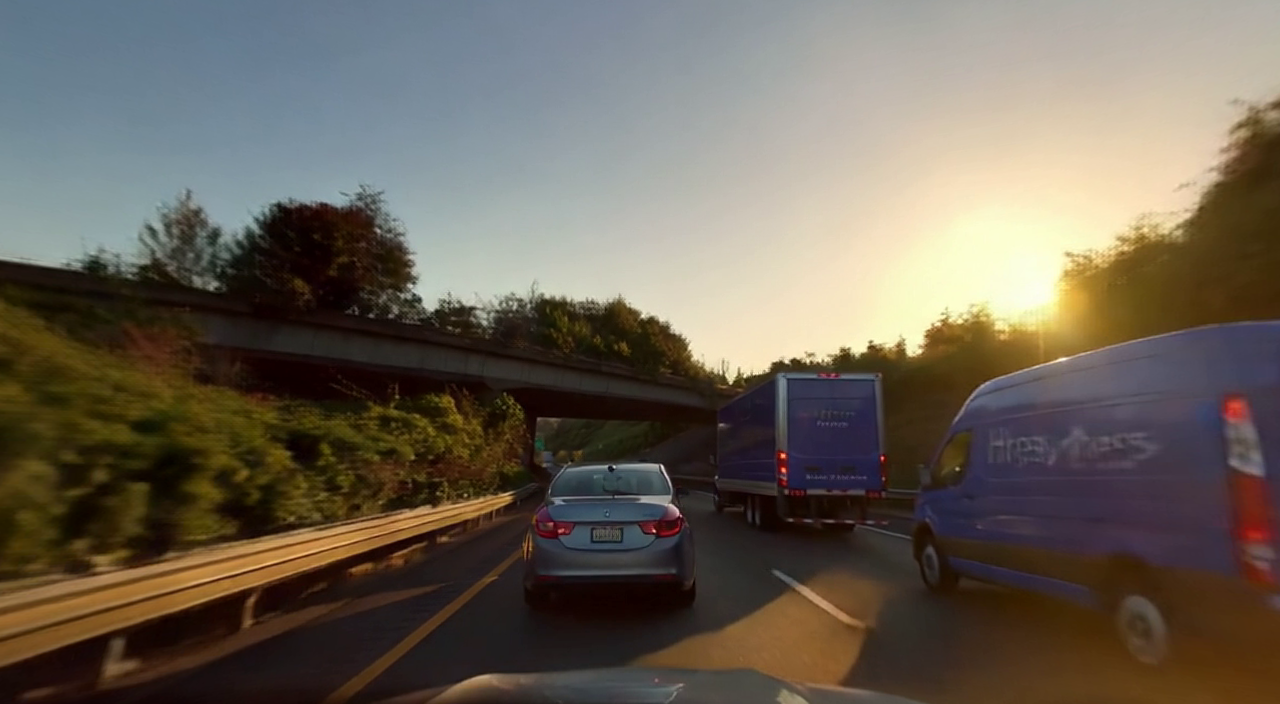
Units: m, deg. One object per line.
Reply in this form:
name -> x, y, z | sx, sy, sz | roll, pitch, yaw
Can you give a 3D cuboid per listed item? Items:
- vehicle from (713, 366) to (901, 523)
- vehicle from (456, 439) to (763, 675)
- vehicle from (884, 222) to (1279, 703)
vehicle -> 4.881, 3.361, 21.713 | 2.936, 3.972, 11.144 | 1, -11, -3
vehicle -> -0.245, 1.661, 5.879 | 1.980, 1.493, 3.410 | 1, -11, -2
vehicle -> 4.176, 1.068, 4.979 | 2.328, 2.537, 5.290 | 1, -11, 0
